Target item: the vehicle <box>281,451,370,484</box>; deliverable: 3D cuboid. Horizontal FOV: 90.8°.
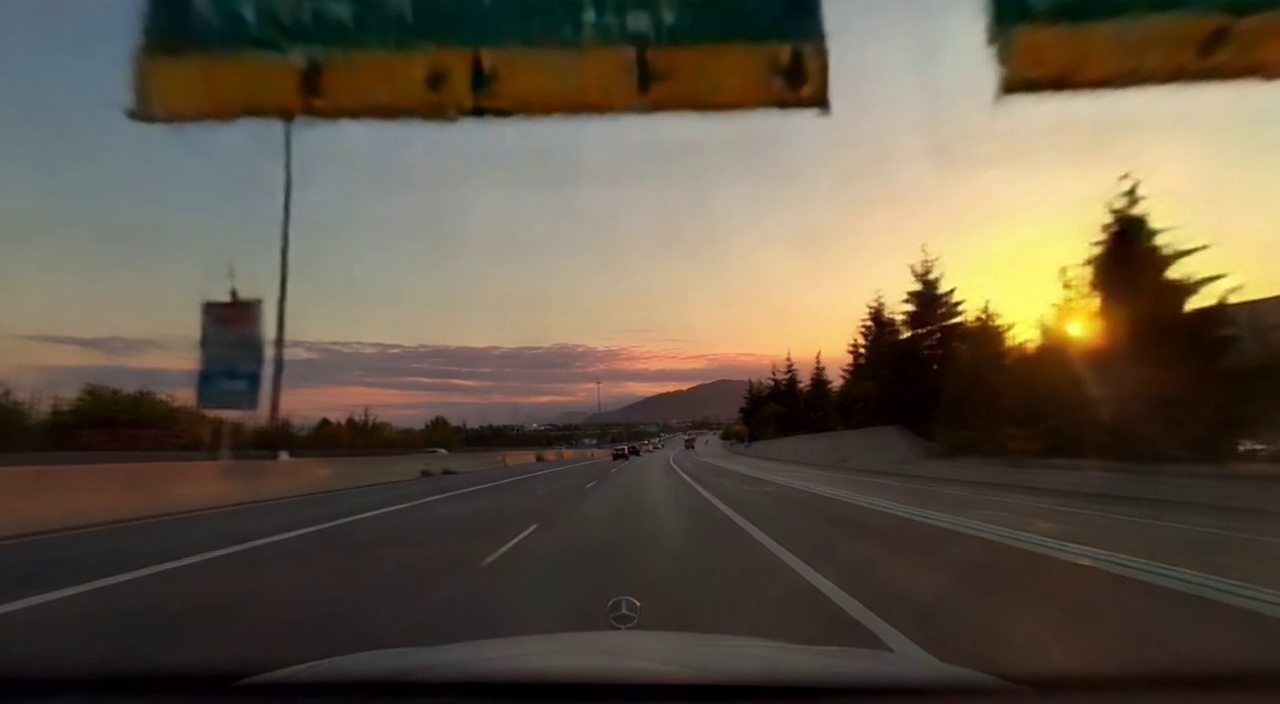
[{"bbox_3d":[-15.425,5.659,31.224,1.942,1.447,4.509,-1,-9,2],"label":"vehicle"}]
